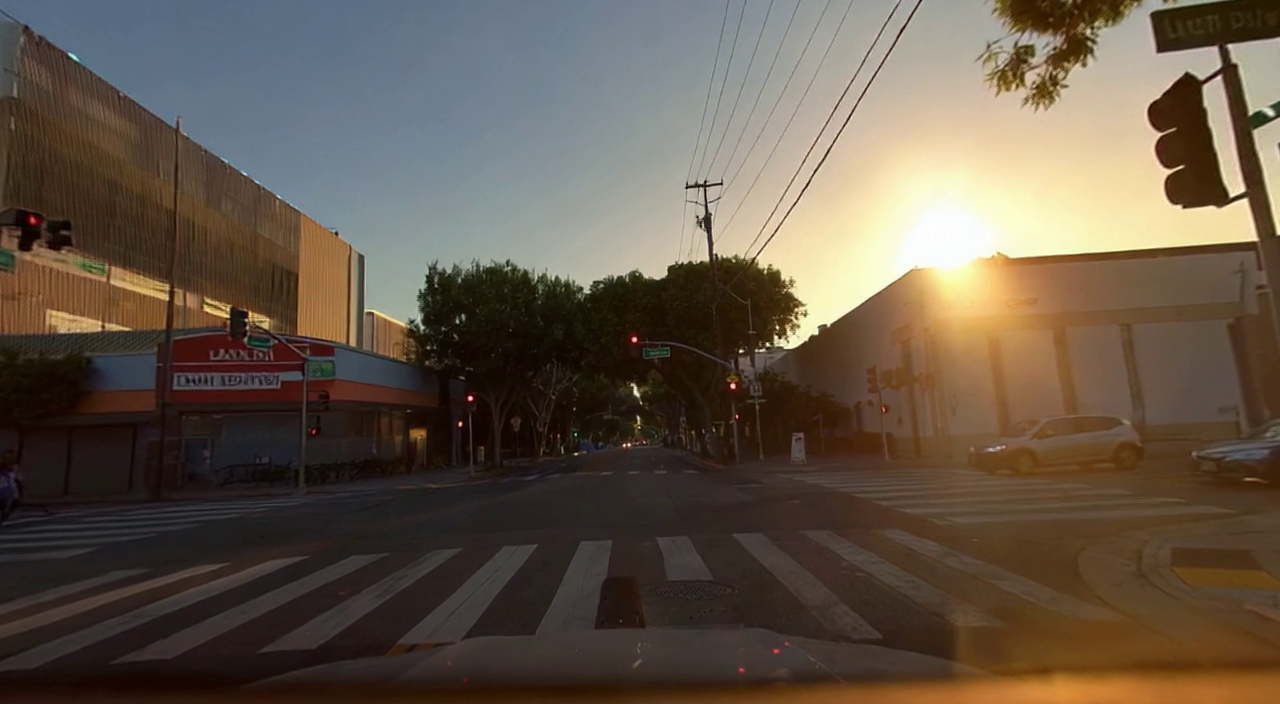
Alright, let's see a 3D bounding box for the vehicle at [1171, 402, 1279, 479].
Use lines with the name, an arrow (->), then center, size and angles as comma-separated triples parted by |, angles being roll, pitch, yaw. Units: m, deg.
vehicle -> 14.435, 1.874, 13.380 | 4.632, 1.484, 1.907 | 0, -8, -1
